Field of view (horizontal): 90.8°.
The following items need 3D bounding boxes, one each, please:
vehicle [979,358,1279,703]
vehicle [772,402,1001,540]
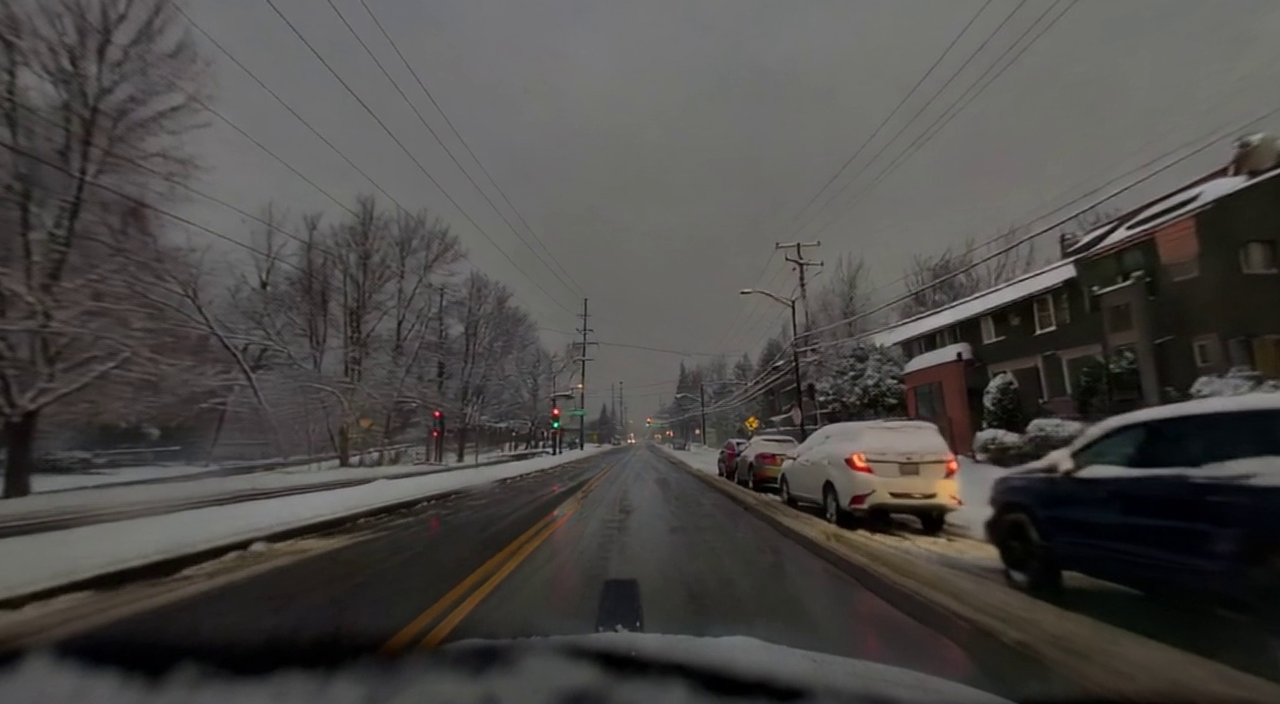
[{"bbox_3d":[4.183,1.018,3.775,1.936,1.778,4.378,0,-8,1],"label":"vehicle"},{"bbox_3d":[4.043,2.061,11.567,2.056,1.941,4.955,0,-8,-2],"label":"vehicle"}]
